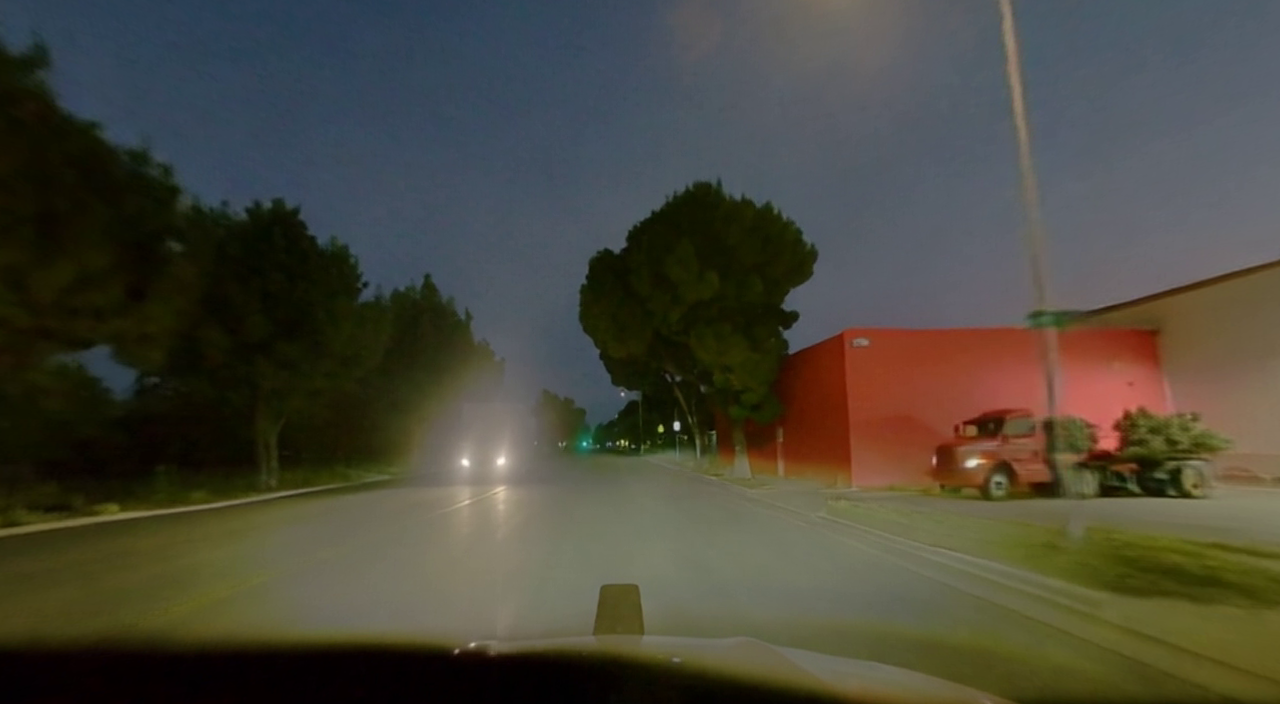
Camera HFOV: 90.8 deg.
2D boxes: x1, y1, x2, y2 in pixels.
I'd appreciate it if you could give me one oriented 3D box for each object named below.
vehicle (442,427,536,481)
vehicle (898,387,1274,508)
[{"bbox_3d":[-6.508,4.500,28.222,2.770,2.135,6.329,0,-8,-2],"label":"vehicle"},{"bbox_3d":[10.429,2.277,15.250,7.188,2.416,2.528,-1,-9,-4],"label":"vehicle"}]
